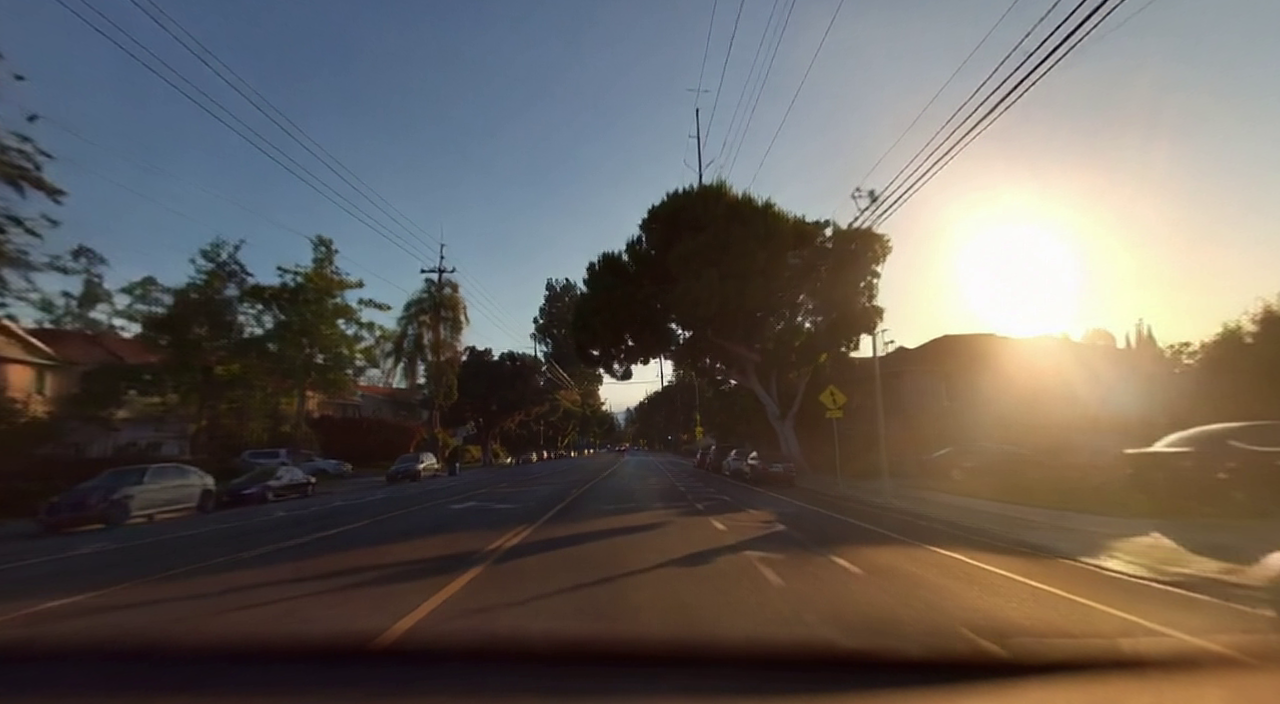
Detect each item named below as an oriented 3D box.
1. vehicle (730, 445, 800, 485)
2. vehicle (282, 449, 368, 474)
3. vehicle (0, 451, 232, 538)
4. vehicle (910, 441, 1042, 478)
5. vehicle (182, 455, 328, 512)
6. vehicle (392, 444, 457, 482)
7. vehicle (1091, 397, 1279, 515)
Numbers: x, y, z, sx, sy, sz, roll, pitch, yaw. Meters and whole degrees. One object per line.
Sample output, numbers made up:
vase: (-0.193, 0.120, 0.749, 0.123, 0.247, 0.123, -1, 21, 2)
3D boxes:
vehicle: (5.018, 4.563, 25.819, 1.924, 1.471, 4.259, 0, -8, -1)
vehicle: (-20.828, 7.265, 41.763, 4.601, 1.613, 2.030, 0, -8, -2)
vehicle: (-12.311, 3.313, 15.295, 1.999, 1.650, 4.381, -3, -9, -2)
vehicle: (12.738, 4.080, 24.057, 3.983, 1.332, 1.812, 0, -8, 2)
vehicle: (-12.186, 4.147, 20.344, 1.877, 1.474, 4.419, -2, -9, 1)
vehicle: (-12.143, 6.258, 35.789, 2.116, 1.875, 4.675, -3, -9, 0)
vehicle: (12.399, 1.888, 12.041, 5.672, 1.951, 2.249, -2, -9, 0)
